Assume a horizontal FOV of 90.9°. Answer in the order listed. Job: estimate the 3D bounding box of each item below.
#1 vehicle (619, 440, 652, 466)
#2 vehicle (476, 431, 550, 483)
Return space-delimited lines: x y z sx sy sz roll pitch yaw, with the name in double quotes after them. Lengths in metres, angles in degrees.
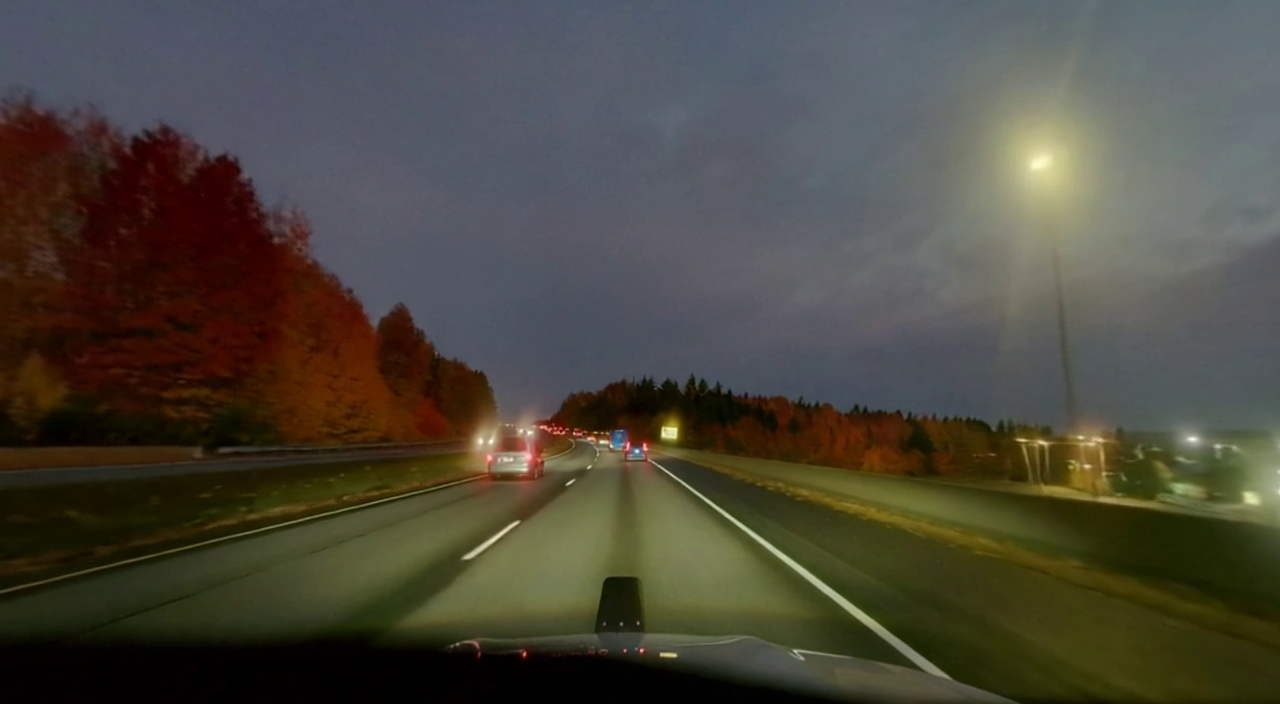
-0.296 6.278 39.267 1.939 1.497 3.863 0 -8 -1 "vehicle"
-4.577 3.861 23.380 1.924 1.720 4.195 0 -8 -1 "vehicle"
